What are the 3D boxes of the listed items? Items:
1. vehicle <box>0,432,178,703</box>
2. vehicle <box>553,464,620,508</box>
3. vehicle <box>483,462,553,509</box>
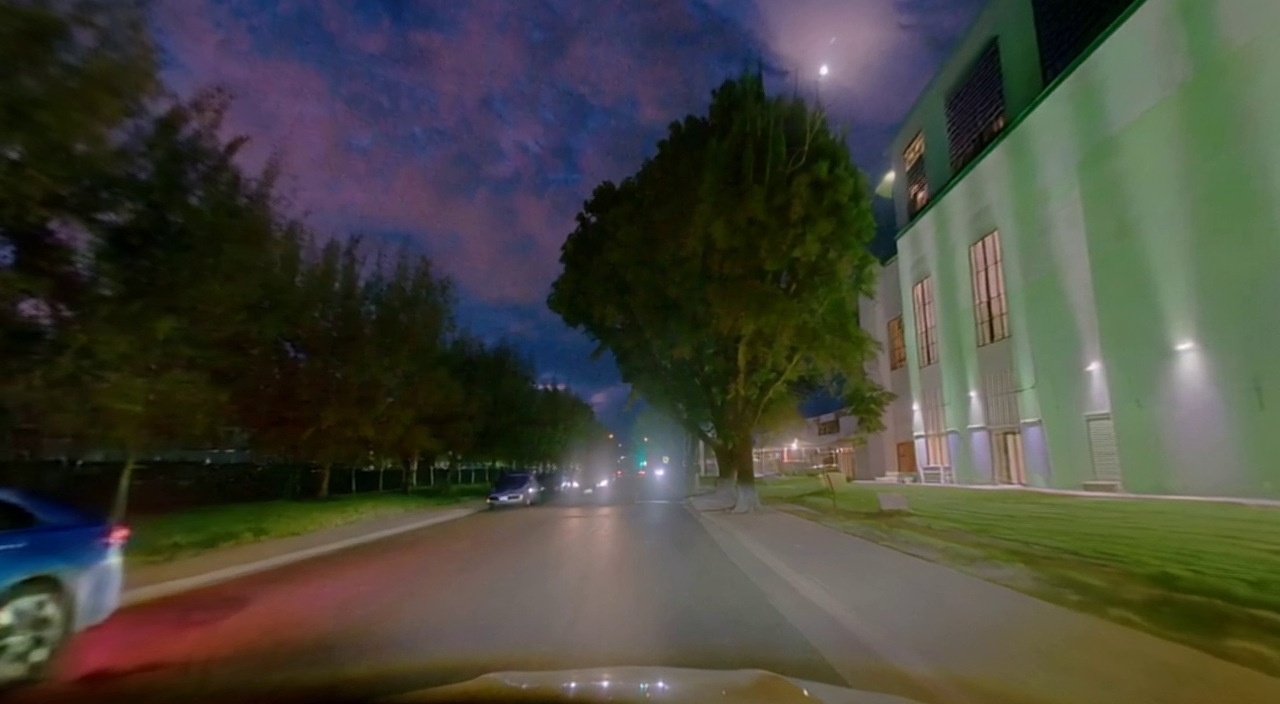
[{"bbox_3d":[-4.641,1.127,2.859,1.903,1.542,4.115,-1,-10,1],"label":"vehicle"},{"bbox_3d":[-1.912,5.027,23.912,1.978,1.453,4.314,1,-11,2],"label":"vehicle"},{"bbox_3d":[-4.538,5.000,23.957,2.011,1.596,3.760,-1,-10,-2],"label":"vehicle"}]
